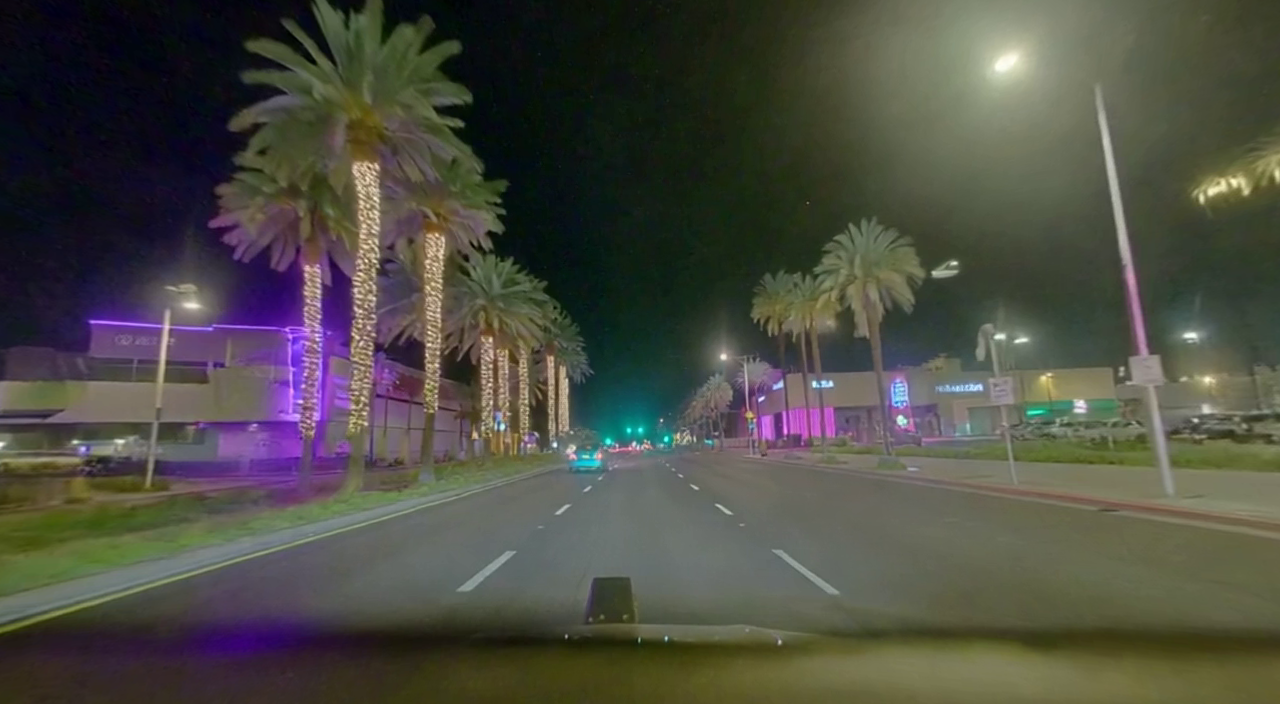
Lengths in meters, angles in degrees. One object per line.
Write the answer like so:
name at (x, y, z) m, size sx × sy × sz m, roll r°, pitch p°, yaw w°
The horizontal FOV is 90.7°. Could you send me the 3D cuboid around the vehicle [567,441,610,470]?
vehicle at (-3.059, 6.275, 38.492) m, size 2.160 × 1.615 × 4.117 m, roll -1°, pitch -9°, yaw 2°
